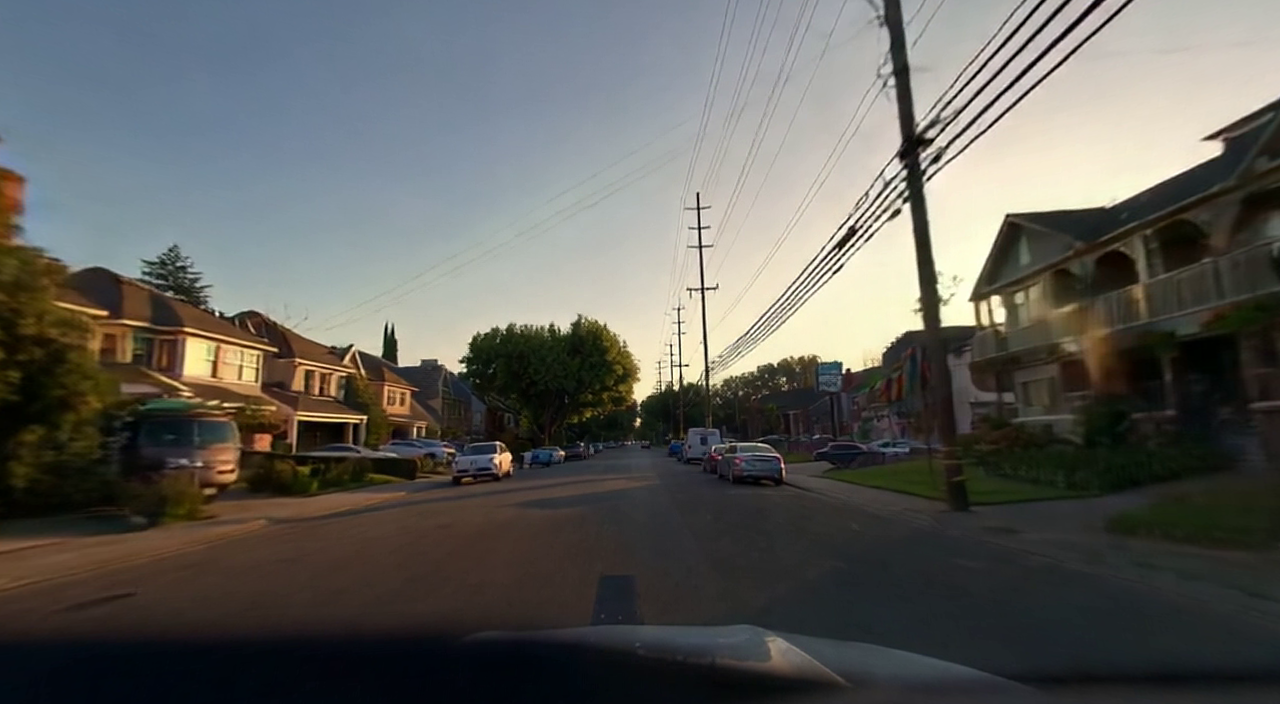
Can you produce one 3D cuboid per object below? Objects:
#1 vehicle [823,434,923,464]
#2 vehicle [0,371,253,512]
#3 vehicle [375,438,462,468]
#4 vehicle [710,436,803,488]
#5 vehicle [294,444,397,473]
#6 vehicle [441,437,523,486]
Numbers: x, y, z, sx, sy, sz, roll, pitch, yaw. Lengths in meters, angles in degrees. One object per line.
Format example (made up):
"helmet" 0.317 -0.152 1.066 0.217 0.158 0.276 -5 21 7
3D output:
"vehicle" 12.526 5.270 34.087 4.606 1.484 2.042 0 -11 1
"vehicle" -12.566 2.146 15.149 4.773 3.051 2.400 -1 -8 -1
"vehicle" -13.314 6.090 38.074 4.528 1.713 1.947 0 -8 -1
"vehicle" 3.741 3.622 21.159 2.112 1.528 4.944 0 -8 -1
"vehicle" -15.322 5.545 32.921 4.388 1.466 2.008 0 -8 -1
"vehicle" -6.136 4.287 25.013 1.989 1.693 4.292 -2 -8 2
